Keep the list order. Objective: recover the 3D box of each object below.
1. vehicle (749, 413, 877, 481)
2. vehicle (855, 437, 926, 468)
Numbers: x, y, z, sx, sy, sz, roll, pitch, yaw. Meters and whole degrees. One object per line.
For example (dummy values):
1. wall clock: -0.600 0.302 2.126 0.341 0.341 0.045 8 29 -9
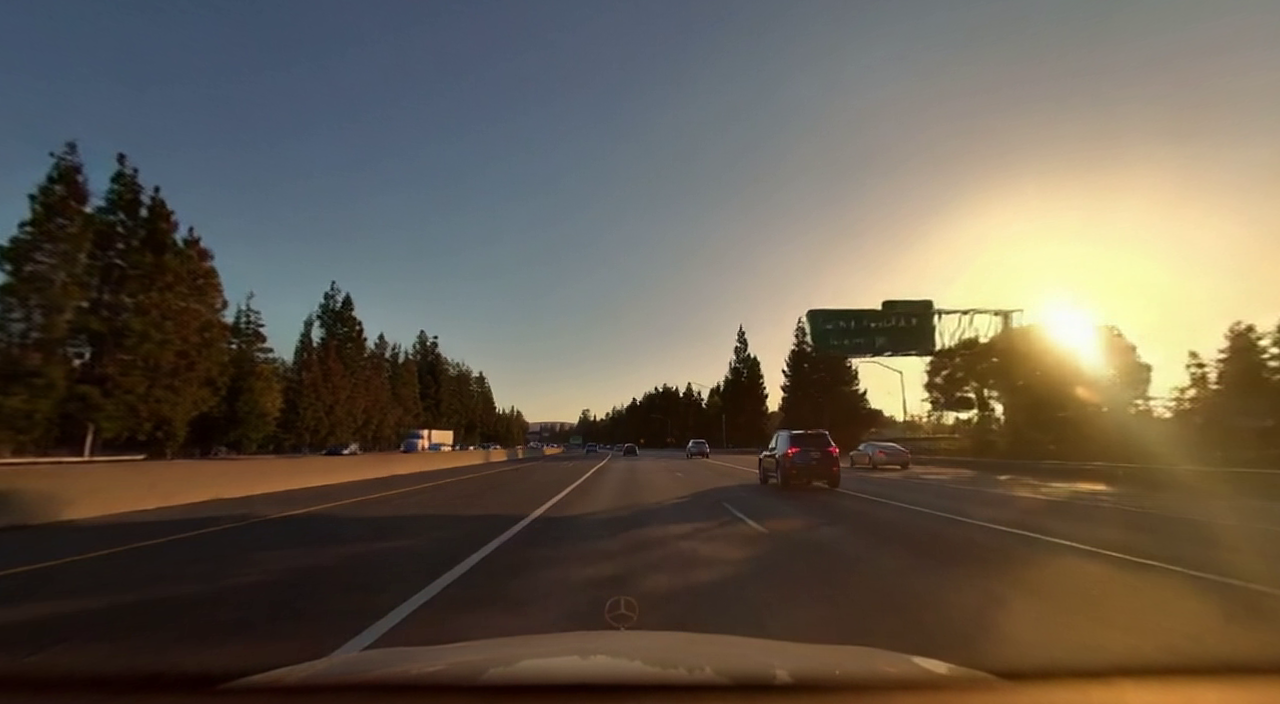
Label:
1. vehicle: 6.680 3.876 25.788 2.779 2.339 8.073 0 -8 -1
2. vehicle: 14.070 5.668 35.627 2.072 1.611 4.387 0 -8 -2
